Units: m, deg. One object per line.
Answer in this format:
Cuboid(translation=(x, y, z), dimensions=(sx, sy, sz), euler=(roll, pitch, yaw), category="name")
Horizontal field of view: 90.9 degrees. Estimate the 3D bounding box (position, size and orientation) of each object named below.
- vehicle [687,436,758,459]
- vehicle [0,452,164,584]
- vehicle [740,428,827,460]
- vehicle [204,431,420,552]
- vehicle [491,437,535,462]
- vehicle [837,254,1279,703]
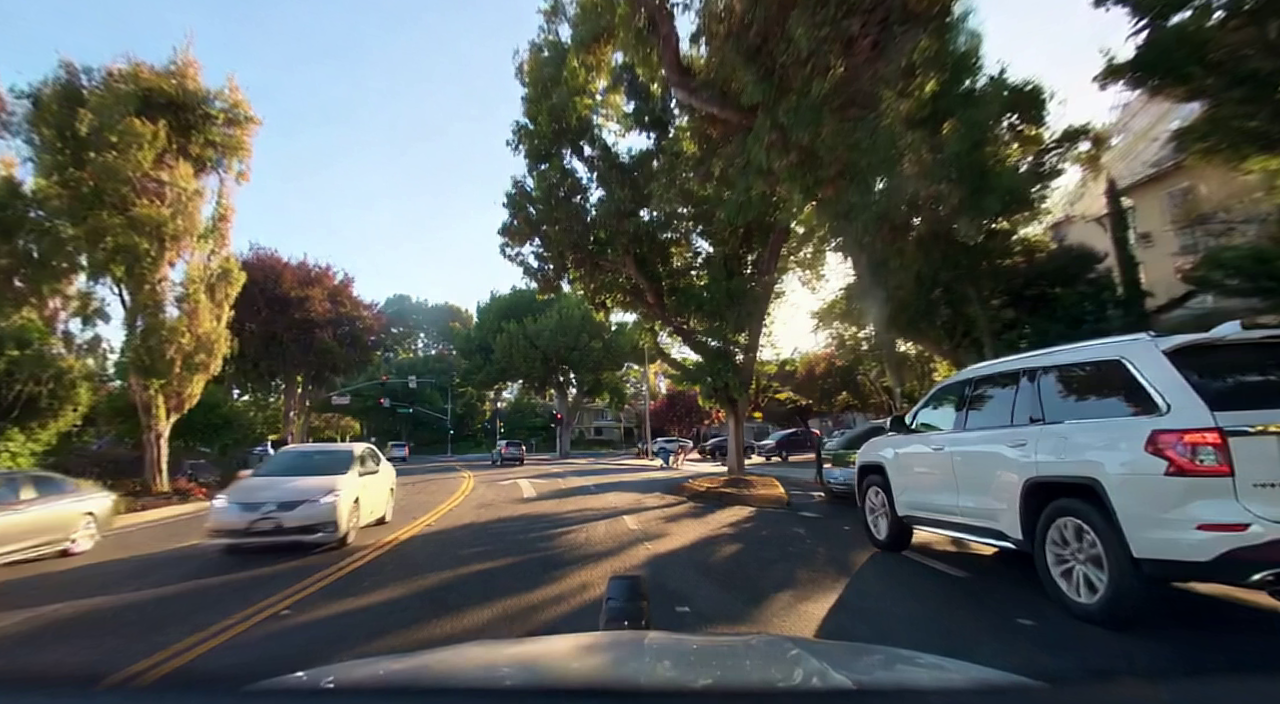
Cuboid(translation=(5.699, 6.613, 43.695), dimensions=(4.426, 1.461, 1.996), euler=(3, -9, -24), category="vehicle")
Cuboid(translation=(-8.440, 2.012, 7.744), dimensions=(1.984, 1.472, 4.600), euler=(1, -9, -7), category="vehicle")
Cuboid(translation=(8.615, 5.576, 38.026), dimensions=(4.656, 1.710, 1.950), euler=(0, -9, -16), category="vehicle")
Cuboid(translation=(-5.131, 2.183, 10.578), dimensions=(1.950, 1.588, 3.929), euler=(1, -9, -8), category="vehicle")
Cuboid(translation=(-9.405, 7.141, 46.425), dimensions=(2.138, 1.729, 4.178), euler=(4, -10, -27), category="vehicle")
Cuboid(translation=(3.810, 0.991, 5.429), dimensions=(2.338, 2.063, 5.592), euler=(0, -8, -1), category="vehicle")
